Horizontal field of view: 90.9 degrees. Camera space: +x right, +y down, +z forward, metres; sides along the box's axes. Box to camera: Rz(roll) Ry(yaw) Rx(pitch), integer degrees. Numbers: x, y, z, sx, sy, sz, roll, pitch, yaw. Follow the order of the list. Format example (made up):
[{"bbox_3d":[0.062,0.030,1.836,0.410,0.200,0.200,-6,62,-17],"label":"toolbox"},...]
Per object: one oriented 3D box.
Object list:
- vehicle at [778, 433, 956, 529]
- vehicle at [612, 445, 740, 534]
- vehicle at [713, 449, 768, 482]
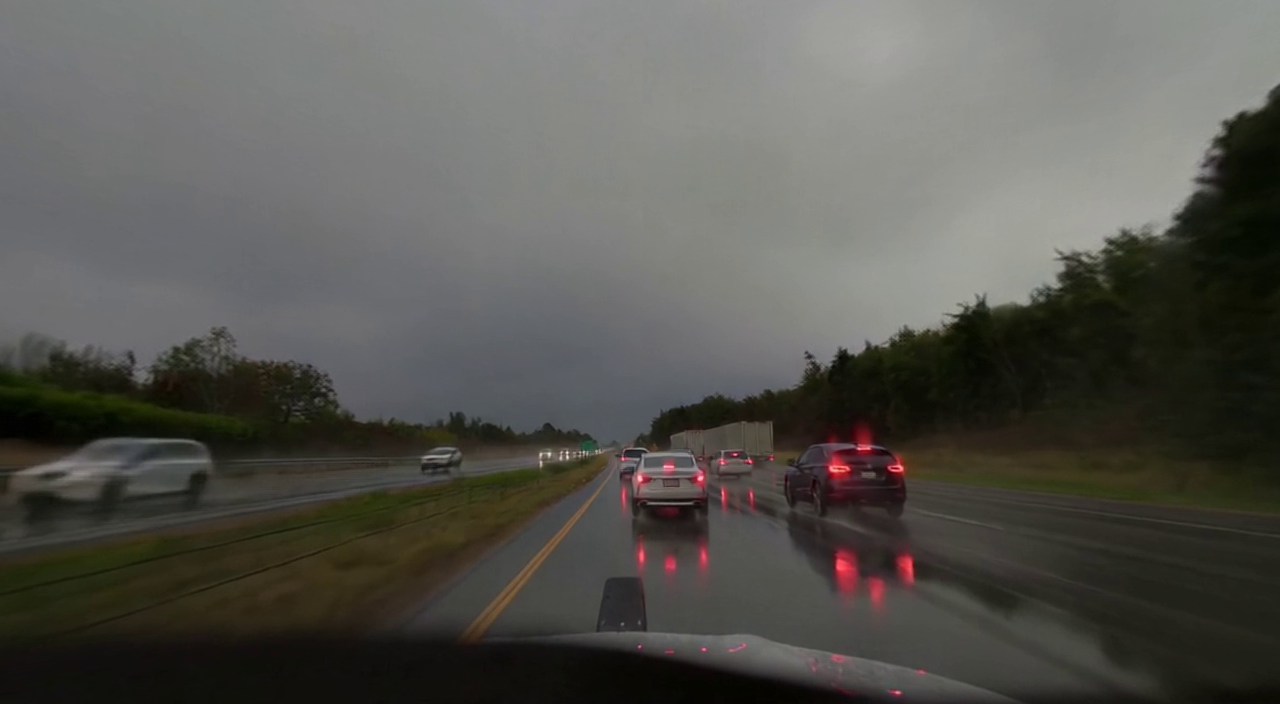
[{"bbox_3d":[4.510,2.634,13.465,1.998,1.657,4.604,0,-9,-1],"label":"vehicle"},{"bbox_3d":[0.557,2.550,12.236,2.094,1.426,3.725,0,-9,-1],"label":"vehicle"},{"bbox_3d":[4.925,5.635,31.452,1.908,1.500,4.157,0,-9,-2],"label":"vehicle"}]
